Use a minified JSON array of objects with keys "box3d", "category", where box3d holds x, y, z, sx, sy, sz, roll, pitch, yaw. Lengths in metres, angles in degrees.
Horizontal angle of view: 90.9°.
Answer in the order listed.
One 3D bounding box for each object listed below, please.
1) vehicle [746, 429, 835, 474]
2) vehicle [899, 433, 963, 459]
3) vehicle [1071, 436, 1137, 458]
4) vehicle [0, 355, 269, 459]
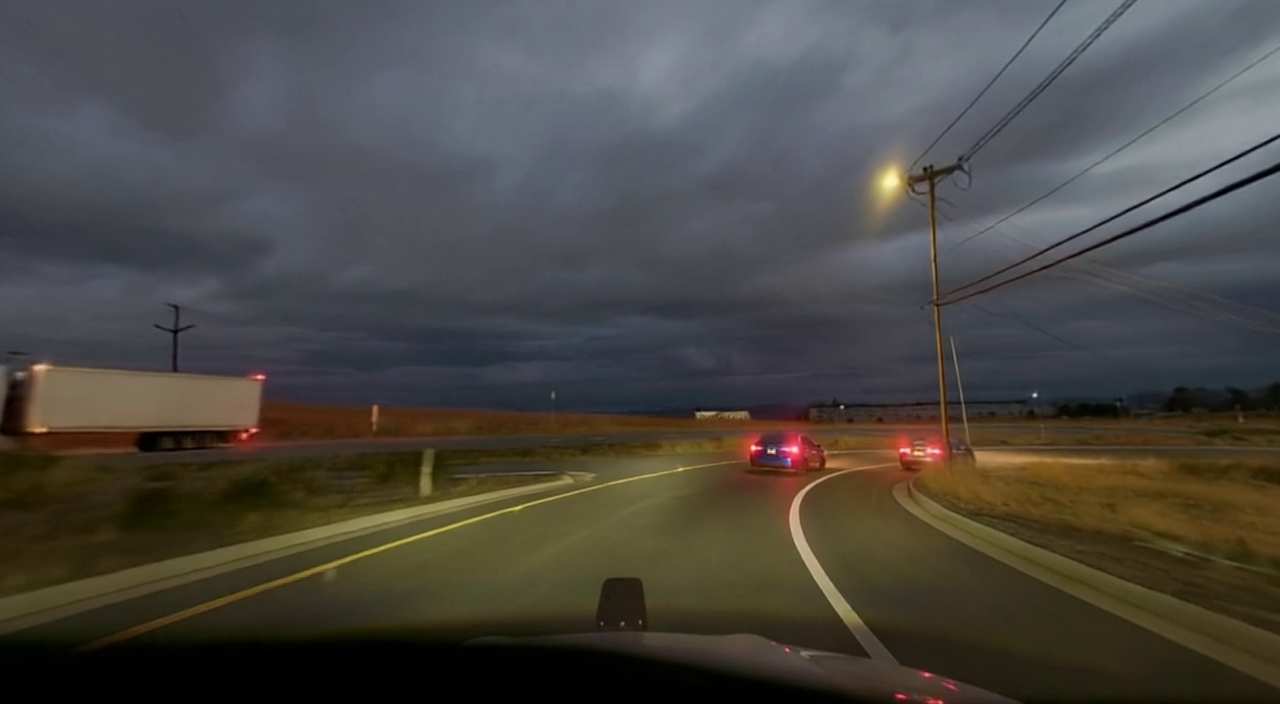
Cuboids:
[{"box3d":[5.427,3.494,22.372,2.026,1.407,4.374,-4,-9,27],"category":"vehicle"},{"box3d":[17.672,5.669,38.252,4.307,1.465,1.836,7,-11,-41],"category":"vehicle"},{"box3d":[34.667,7.095,47.099,4.102,1.552,1.931,3,-9,-21],"category":"vehicle"},{"box3d":[-22.614,2.695,28.570,2.808,3.992,9.356,-8,-11,44],"category":"vehicle"}]
